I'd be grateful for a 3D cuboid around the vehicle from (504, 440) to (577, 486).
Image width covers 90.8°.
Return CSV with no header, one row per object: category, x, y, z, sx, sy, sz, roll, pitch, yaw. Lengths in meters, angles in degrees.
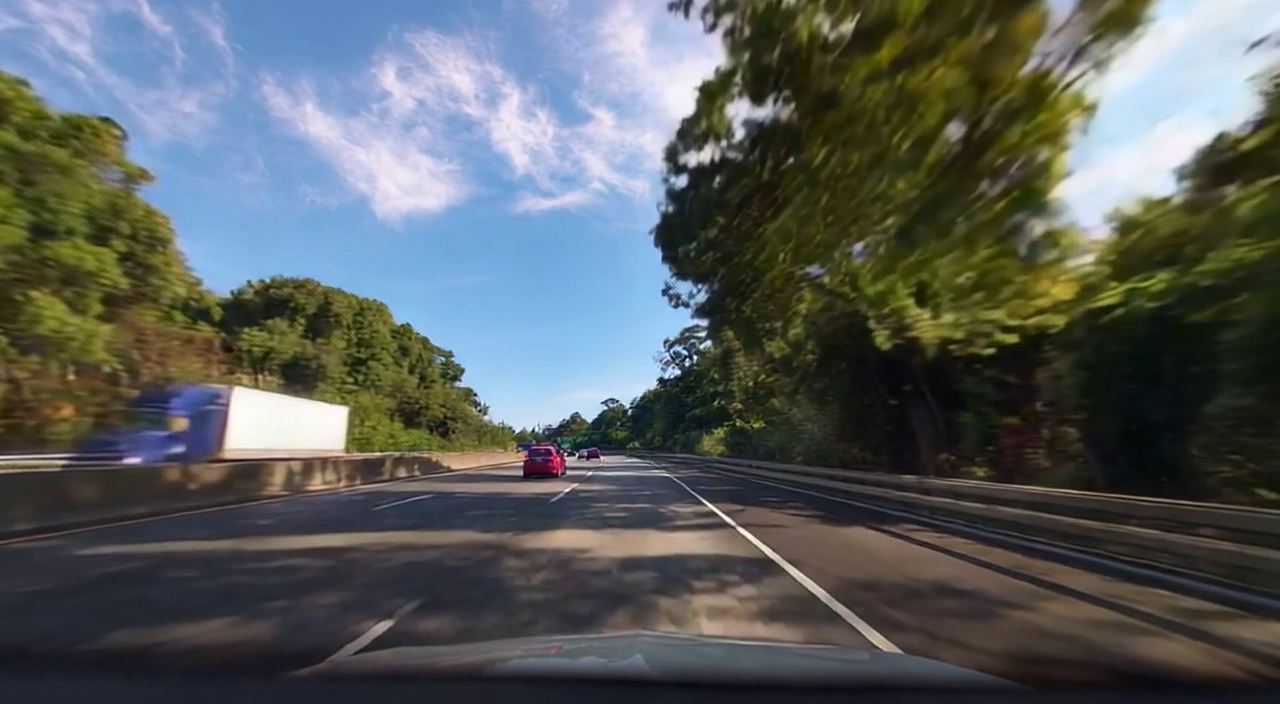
vehicle,-3.990,4.563,26.208,2.279,1.683,4.726,0,-9,-1
